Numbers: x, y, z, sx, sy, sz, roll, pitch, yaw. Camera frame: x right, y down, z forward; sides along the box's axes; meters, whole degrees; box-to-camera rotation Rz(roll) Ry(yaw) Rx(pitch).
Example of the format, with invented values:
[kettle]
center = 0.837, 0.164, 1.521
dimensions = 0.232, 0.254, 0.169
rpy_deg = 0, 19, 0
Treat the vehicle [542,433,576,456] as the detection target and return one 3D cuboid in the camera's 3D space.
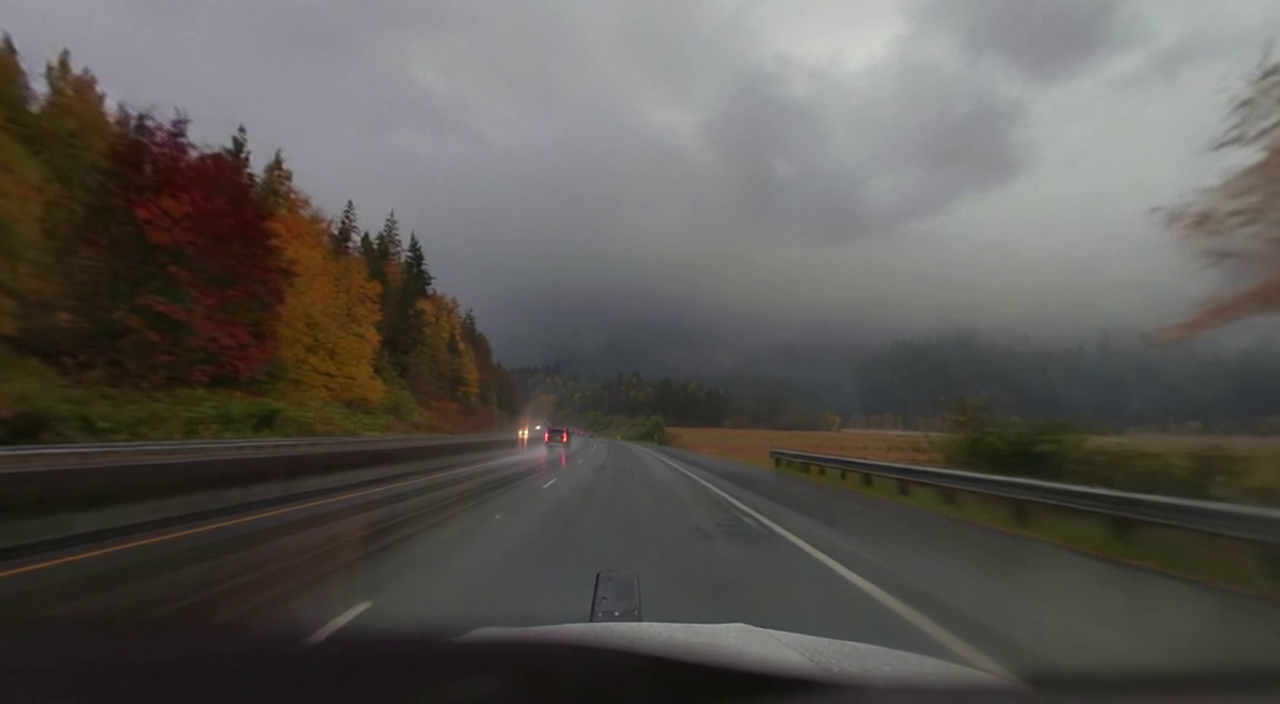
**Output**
[vehicle]
center = -5.732, 6.585, 45.067
dimensions = 2.073, 1.559, 4.393
rpy_deg = 0, -8, -3
